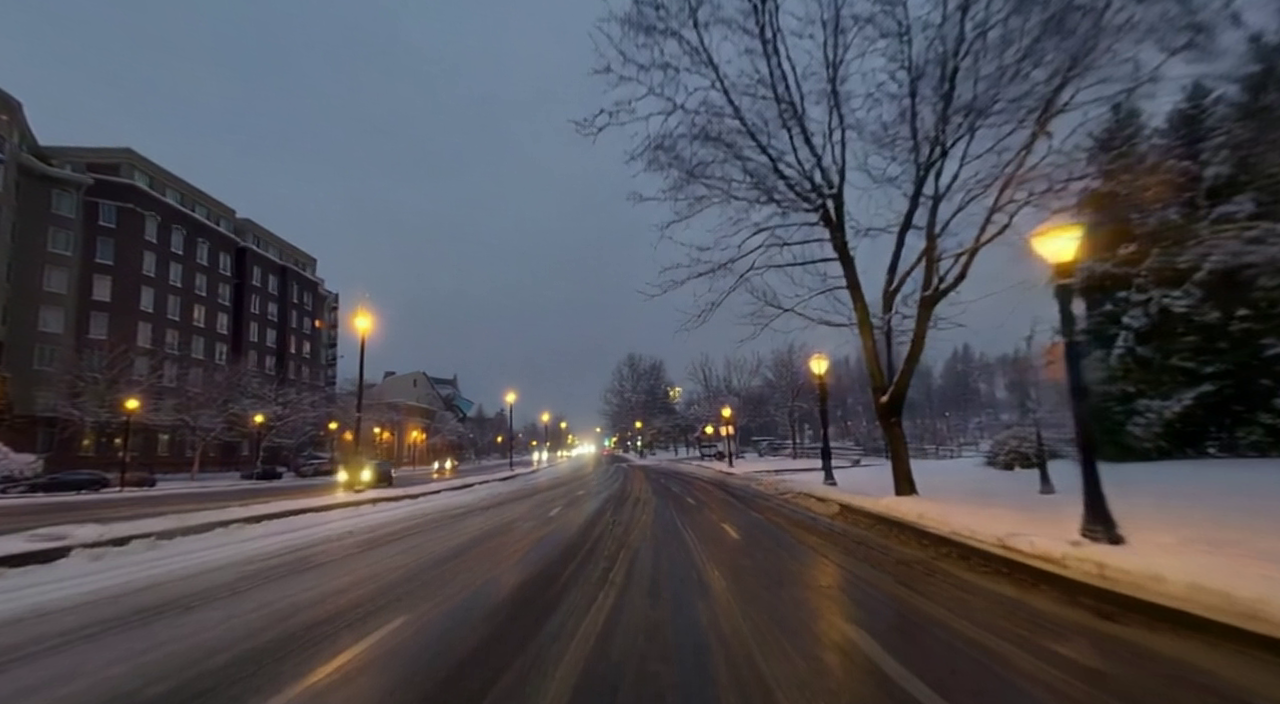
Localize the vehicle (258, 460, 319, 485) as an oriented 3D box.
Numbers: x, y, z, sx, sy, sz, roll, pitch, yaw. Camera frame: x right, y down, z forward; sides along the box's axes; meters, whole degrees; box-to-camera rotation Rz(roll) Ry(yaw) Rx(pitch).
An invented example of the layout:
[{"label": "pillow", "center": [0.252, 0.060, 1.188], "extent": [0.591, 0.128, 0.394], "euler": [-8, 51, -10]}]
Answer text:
[{"label": "vehicle", "center": [-26.967, 9.250, 48.595], "extent": [2.124, 1.650, 4.413], "euler": [0, -8, 0]}]

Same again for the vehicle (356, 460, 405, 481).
[{"label": "vehicle", "center": [-19.784, 9.054, 48.257], "extent": [1.835, 1.417, 4.352], "euler": [0, -8, 1]}]

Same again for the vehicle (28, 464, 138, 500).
[{"label": "vehicle", "center": [-32.471, 7.533, 37.000], "extent": [2.235, 1.777, 4.963], "euler": [1, -8, -6]}]

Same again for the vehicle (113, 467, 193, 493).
[{"label": "vehicle", "center": [-32.870, 8.637, 42.727], "extent": [1.823, 1.471, 4.715], "euler": [0, -8, -2]}]
